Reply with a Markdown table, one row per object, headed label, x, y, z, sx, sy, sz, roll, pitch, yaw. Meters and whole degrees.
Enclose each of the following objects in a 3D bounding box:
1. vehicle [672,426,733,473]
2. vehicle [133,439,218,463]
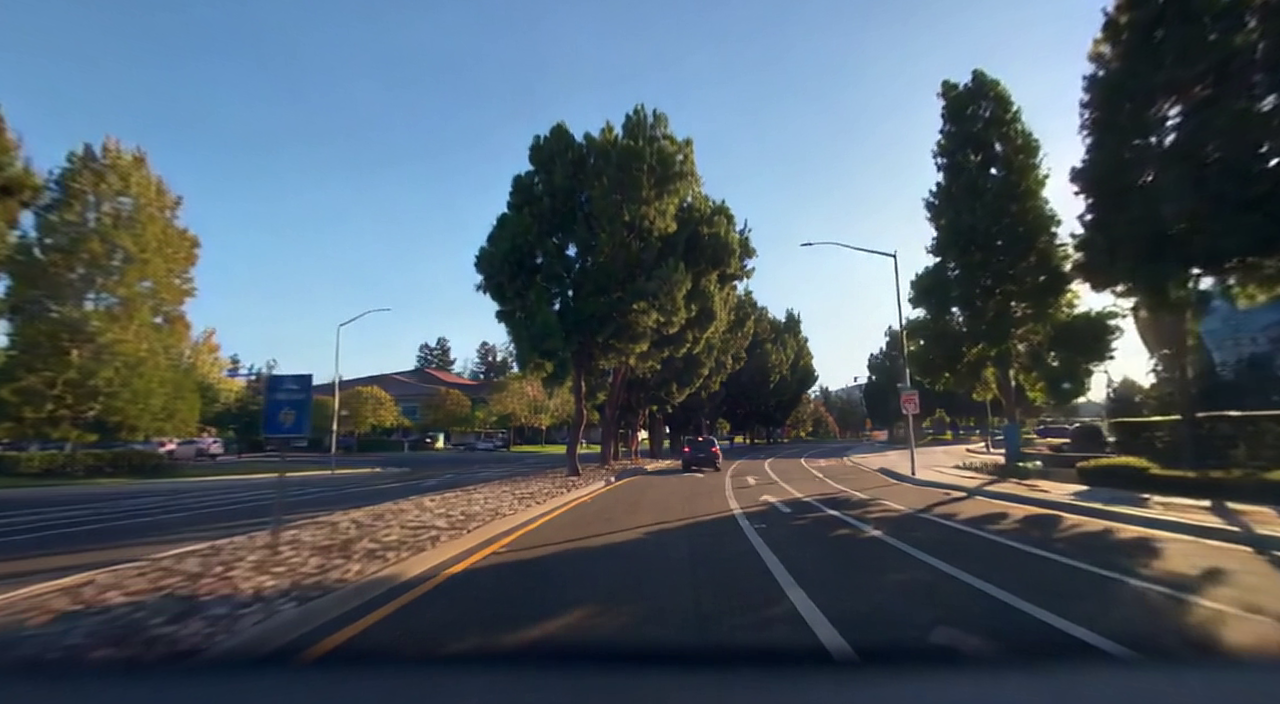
| label | x | y | z | sx | sy | sz | roll | pitch | yaw |
| --- | --- | --- | --- | --- | --- | --- | --- | --- | --- |
| vehicle | 3.003 | 4.483 | 29.001 | 2.371 | 1.926 | 5.615 | -1 | -9 | 10 |
| vehicle | -35.999 | 7.680 | 48.778 | 4.636 | 1.790 | 2.178 | 2 | -9 | -13 |
